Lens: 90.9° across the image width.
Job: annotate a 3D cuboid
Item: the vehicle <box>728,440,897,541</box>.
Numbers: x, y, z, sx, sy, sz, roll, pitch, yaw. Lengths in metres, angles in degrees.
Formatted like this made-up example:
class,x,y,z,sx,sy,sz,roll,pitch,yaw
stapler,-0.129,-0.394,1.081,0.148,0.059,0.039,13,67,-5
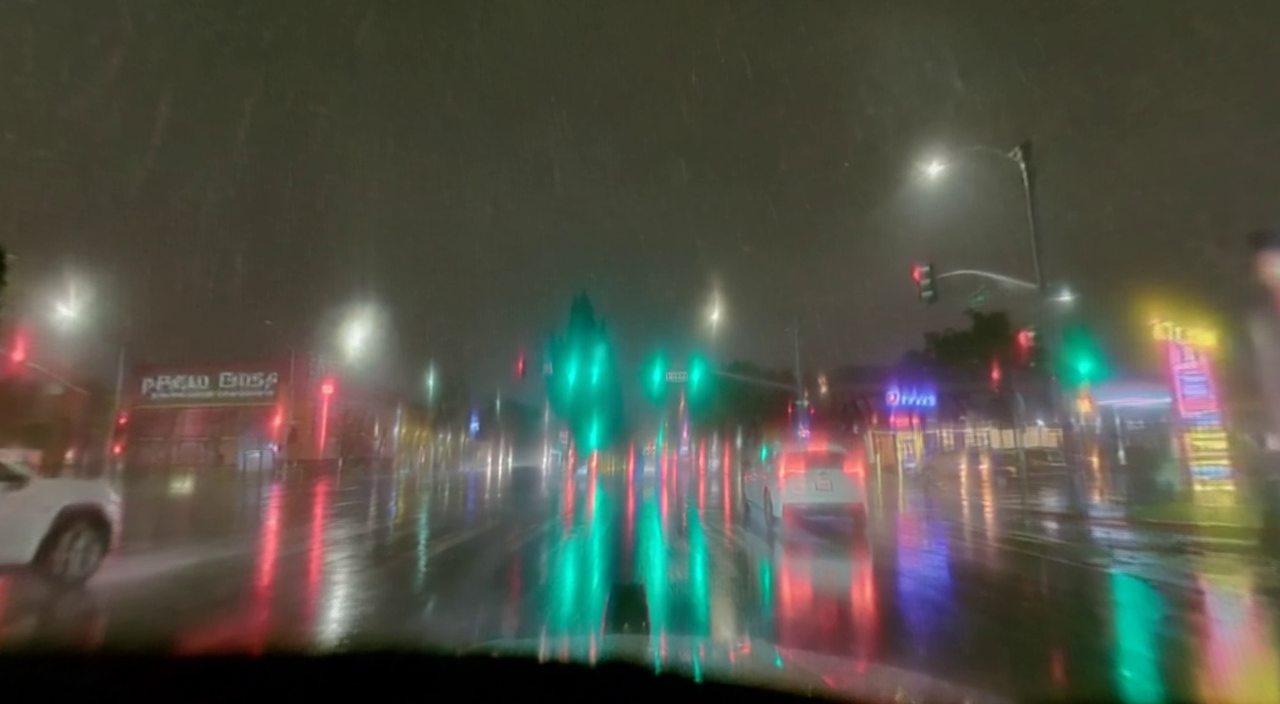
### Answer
class,x,y,z,sx,sy,sz,roll,pitch,yaw
vehicle,2.921,2.421,11.726,1.946,1.513,4.133,0,-8,0

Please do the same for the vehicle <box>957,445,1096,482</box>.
class,x,y,z,sx,sy,sz,roll,pitch,yaw
vehicle,15.758,4.564,25.877,4.481,1.427,1.830,0,-8,-1

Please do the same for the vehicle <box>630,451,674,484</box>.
class,x,y,z,sx,sy,sz,roll,pitch,yaw
vehicle,0.579,5.696,31.359,2.070,1.460,4.118,0,-8,0

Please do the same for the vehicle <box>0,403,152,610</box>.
class,x,y,z,sx,sy,sz,roll,pitch,yaw
vehicle,-6.668,1.277,4.964,2.058,1.804,4.391,0,-8,0

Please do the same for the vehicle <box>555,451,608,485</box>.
class,x,y,z,sx,sy,sz,roll,pitch,yaw
vehicle,-2.800,5.699,31.232,2.040,1.471,4.211,-1,-8,2

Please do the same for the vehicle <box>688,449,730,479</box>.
class,x,y,z,sx,sy,sz,roll,pitch,yaw
vehicle,3.942,6.445,36.446,1.931,1.552,4.125,0,-8,0
